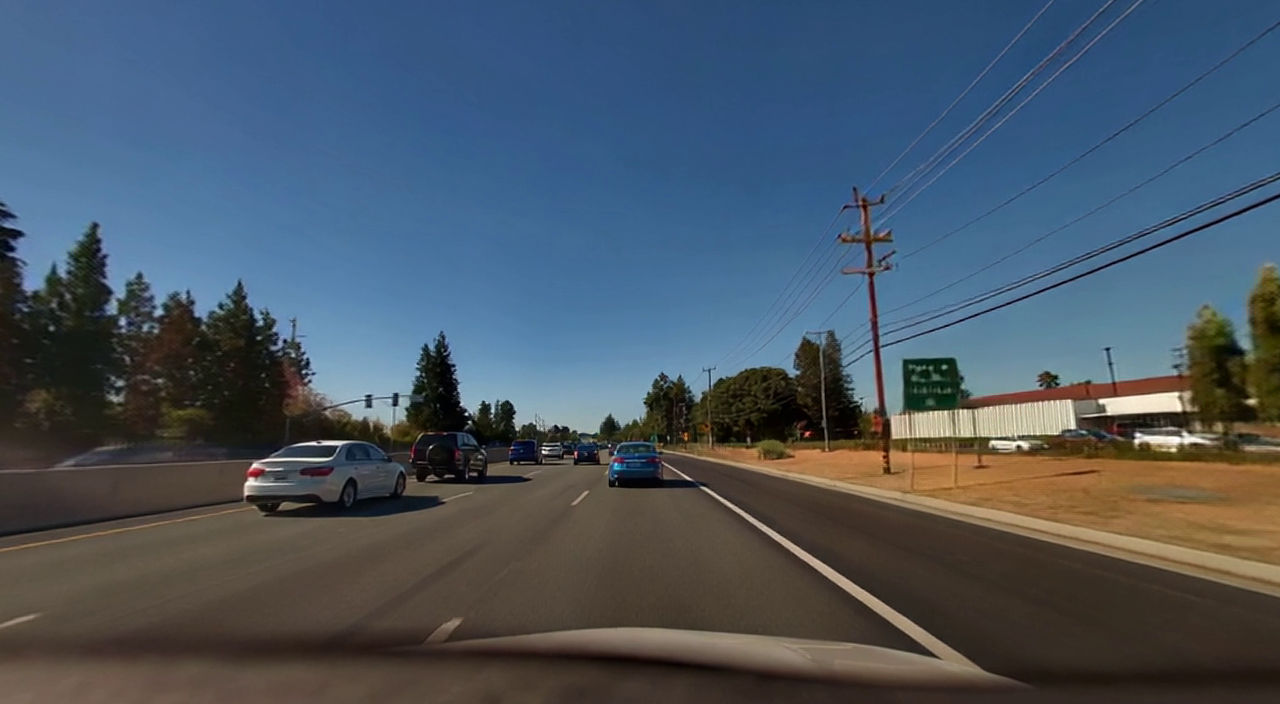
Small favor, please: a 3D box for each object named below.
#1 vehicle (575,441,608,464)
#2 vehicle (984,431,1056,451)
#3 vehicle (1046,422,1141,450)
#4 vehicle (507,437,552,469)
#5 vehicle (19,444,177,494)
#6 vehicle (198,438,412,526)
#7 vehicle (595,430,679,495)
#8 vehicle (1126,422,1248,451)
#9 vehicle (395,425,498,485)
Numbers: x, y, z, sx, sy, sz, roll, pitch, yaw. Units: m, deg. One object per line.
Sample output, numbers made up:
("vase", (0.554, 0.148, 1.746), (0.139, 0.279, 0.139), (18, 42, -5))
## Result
("vehicle", (-3.389, 7.110, 44.853), (2.055, 1.510, 3.961), (0, -8, -1))
("vehicle", (29.079, 6.808, 48.433), (4.105, 1.306, 2.050), (-2, -8, 1))
("vehicle", (29.539, 5.514, 41.245), (4.554, 1.761, 2.095), (0, -8, 0))
("vehicle", (-6.435, 5.919, 37.240), (1.914, 1.756, 4.179), (0, -8, 0))
("vehicle", (-21.074, 4.524, 24.896), (2.125, 1.745, 4.550), (0, -8, 0))
("vehicle", (-6.545, 2.550, 13.084), (1.900, 1.483, 4.547), (0, -8, 0))
("vehicle", (-0.109, 3.154, 18.361), (2.140, 1.653, 4.108), (0, -8, -1))
("vehicle", (29.592, 4.625, 34.306), (4.674, 1.485, 1.874), (-1, -8, 6))
("vehicle", (-6.755, 3.664, 22.721), (2.144, 1.905, 4.967), (0, -8, 0))
